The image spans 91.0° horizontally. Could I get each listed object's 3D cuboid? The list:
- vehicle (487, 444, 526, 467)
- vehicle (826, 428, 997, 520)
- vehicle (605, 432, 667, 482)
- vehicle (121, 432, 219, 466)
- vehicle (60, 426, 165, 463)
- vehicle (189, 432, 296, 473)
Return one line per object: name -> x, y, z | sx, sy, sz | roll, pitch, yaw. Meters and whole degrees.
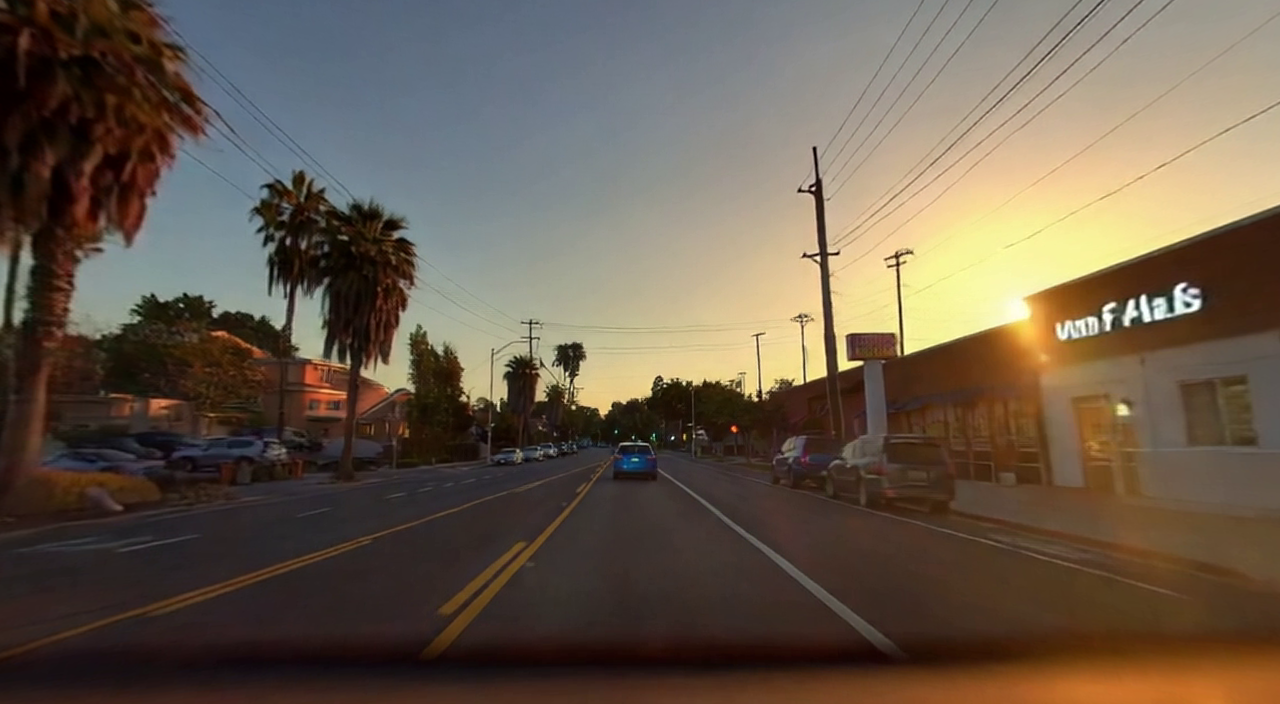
vehicle -> -10.500, 8.146, 49.715 | 2.075, 1.693, 4.696 | 0, -8, -1
vehicle -> 5.993, 2.723, 14.613 | 1.945, 1.791, 4.460 | 0, -8, 0
vehicle -> -0.179, 4.185, 25.287 | 2.264, 1.798, 4.563 | 0, -8, -1
vehicle -> -22.906, 4.755, 30.924 | 1.829, 1.492, 4.487 | 1, -8, -8
vehicle -> -27.907, 4.926, 33.522 | 2.053, 1.777, 4.503 | 1, -8, -7
vehicle -> -17.588, 4.471, 28.190 | 2.084, 1.678, 4.707 | 1, -8, -6
